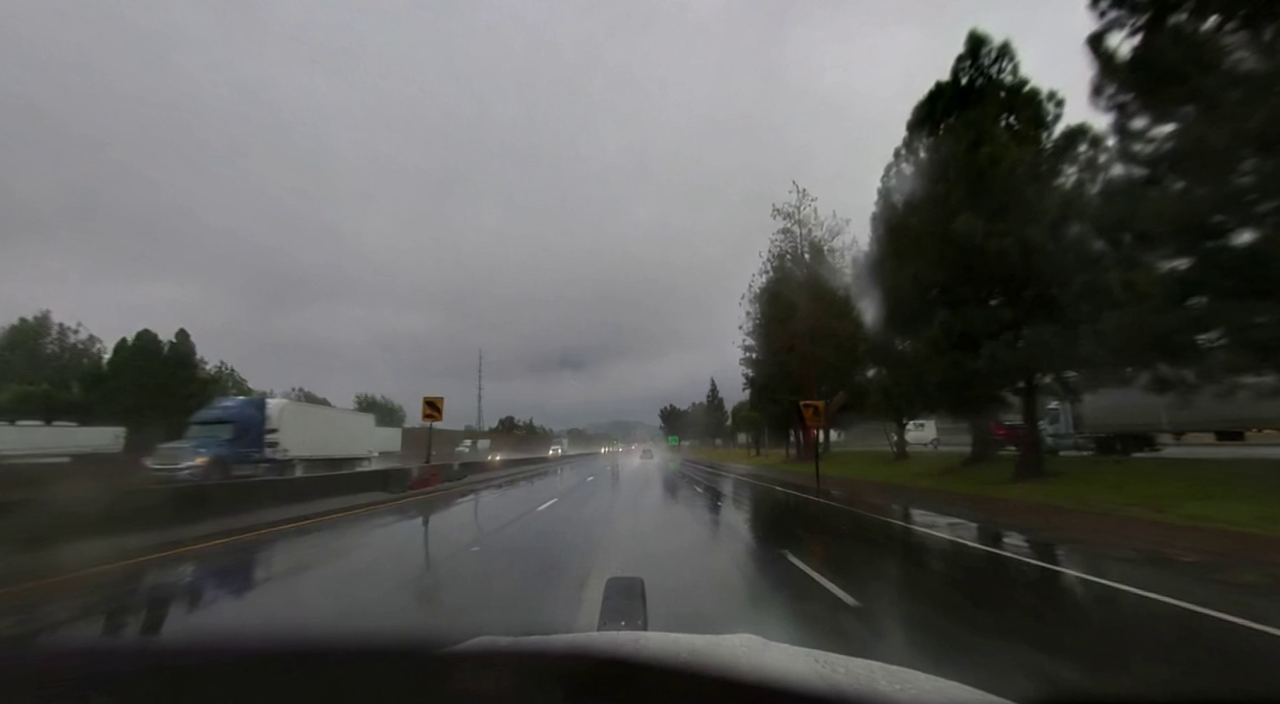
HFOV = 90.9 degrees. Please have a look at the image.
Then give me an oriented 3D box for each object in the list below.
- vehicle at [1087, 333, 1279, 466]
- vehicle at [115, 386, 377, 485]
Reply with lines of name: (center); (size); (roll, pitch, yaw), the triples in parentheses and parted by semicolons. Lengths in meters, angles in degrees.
vehicle: (21.015, 1.653, 20.610); (2.847, 4.027, 13.284); (0, -9, -1)
vehicle: (-18.084, 4.340, 31.586); (2.913, 3.702, 15.781); (0, -9, 0)
